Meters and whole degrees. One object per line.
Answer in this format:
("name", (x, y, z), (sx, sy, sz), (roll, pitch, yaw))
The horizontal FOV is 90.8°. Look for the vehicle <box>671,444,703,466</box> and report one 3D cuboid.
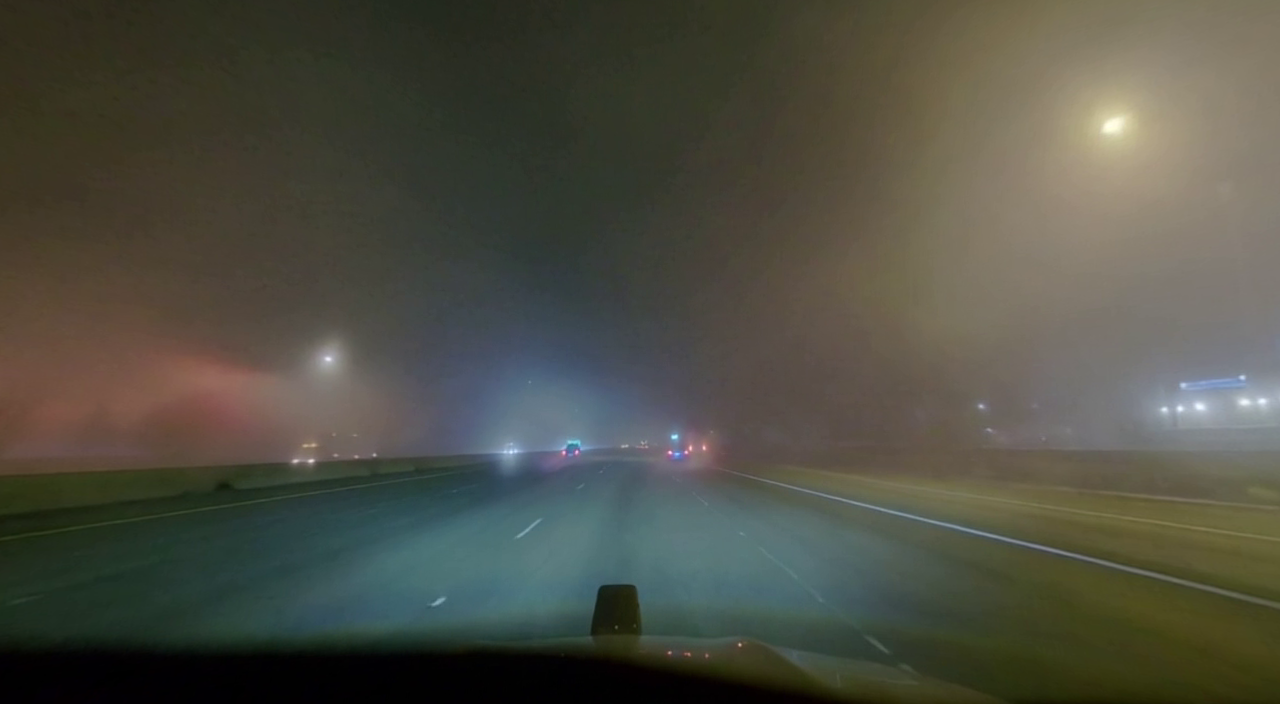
("vehicle", (3.395, 7.493, 46.285), (2.000, 1.533, 3.770), (0, -8, -1))
